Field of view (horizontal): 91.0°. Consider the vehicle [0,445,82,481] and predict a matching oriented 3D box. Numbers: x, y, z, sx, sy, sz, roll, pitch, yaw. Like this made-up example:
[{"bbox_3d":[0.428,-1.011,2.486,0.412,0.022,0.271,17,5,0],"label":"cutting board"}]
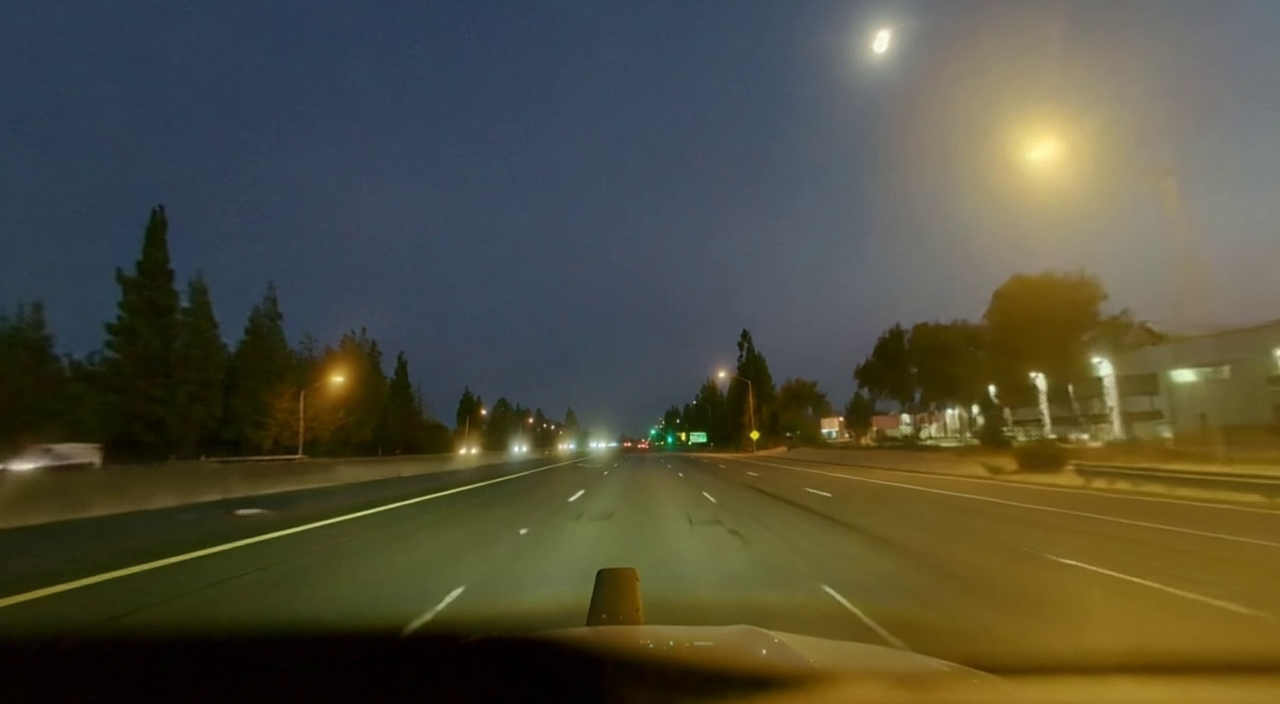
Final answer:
[{"bbox_3d":[-32.967,5.839,33.433,2.051,1.778,4.839,0,-9,2],"label":"vehicle"}]
